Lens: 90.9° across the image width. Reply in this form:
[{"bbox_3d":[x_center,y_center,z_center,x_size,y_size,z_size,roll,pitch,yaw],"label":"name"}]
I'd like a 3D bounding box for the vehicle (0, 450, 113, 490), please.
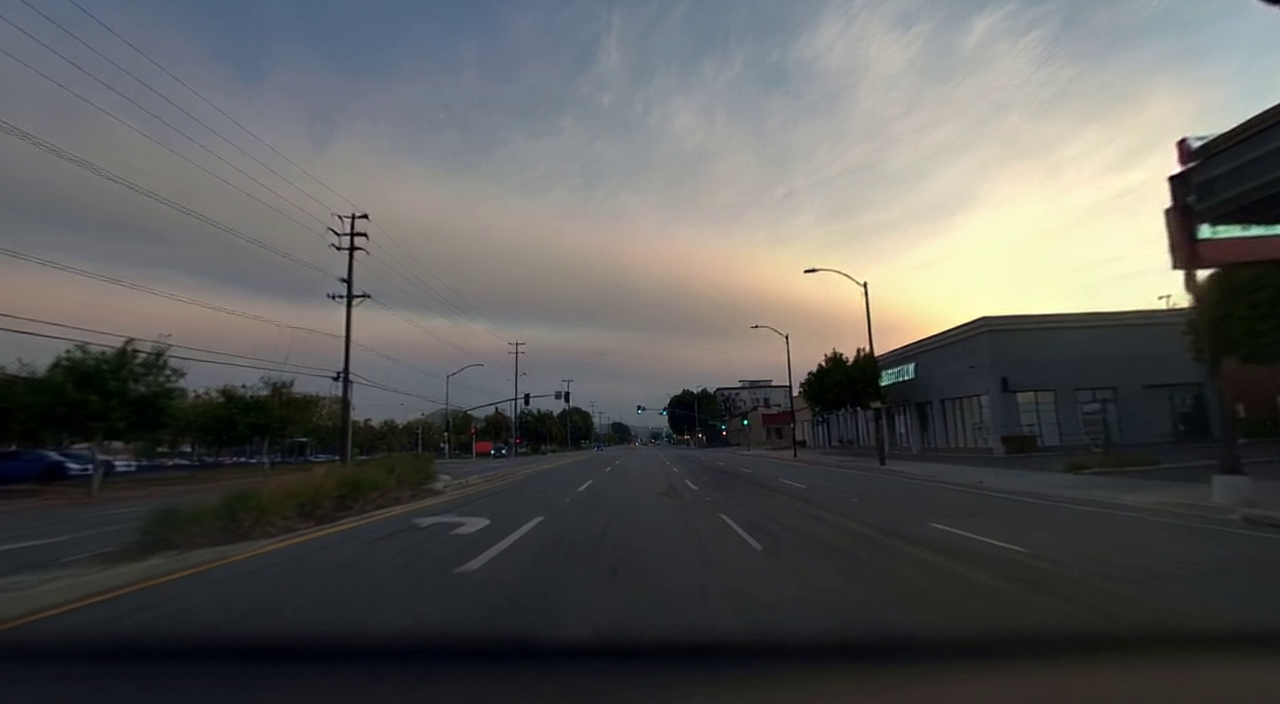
[{"bbox_3d":[-30.868,5.799,31.199,7.039,1.891,2.550,0,-9,-2],"label":"vehicle"}]
